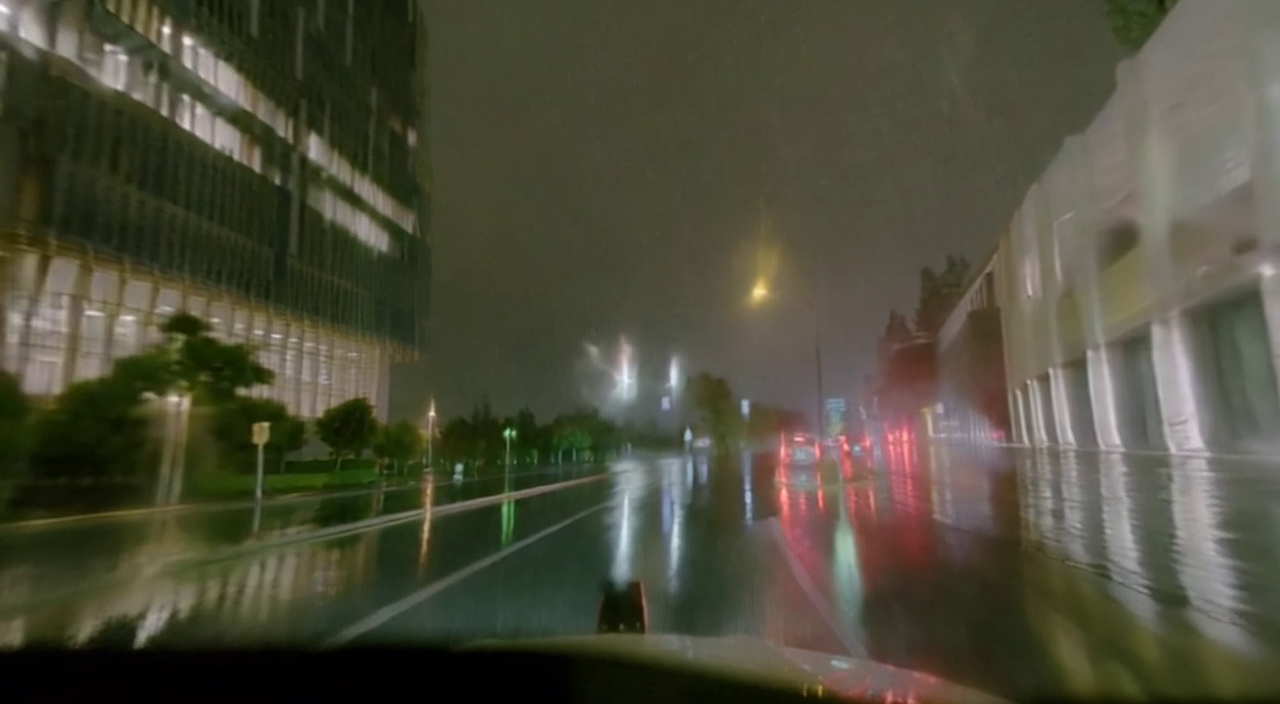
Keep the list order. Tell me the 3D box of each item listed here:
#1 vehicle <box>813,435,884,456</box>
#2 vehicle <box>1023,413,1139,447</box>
[{"bbox_3d":[14.005,6.276,42.476,4.218,1.385,1.830,3,-9,-19],"label":"vehicle"},{"bbox_3d":[24.159,4.340,34.709,4.871,1.757,2.014,-8,-11,42],"label":"vehicle"}]
